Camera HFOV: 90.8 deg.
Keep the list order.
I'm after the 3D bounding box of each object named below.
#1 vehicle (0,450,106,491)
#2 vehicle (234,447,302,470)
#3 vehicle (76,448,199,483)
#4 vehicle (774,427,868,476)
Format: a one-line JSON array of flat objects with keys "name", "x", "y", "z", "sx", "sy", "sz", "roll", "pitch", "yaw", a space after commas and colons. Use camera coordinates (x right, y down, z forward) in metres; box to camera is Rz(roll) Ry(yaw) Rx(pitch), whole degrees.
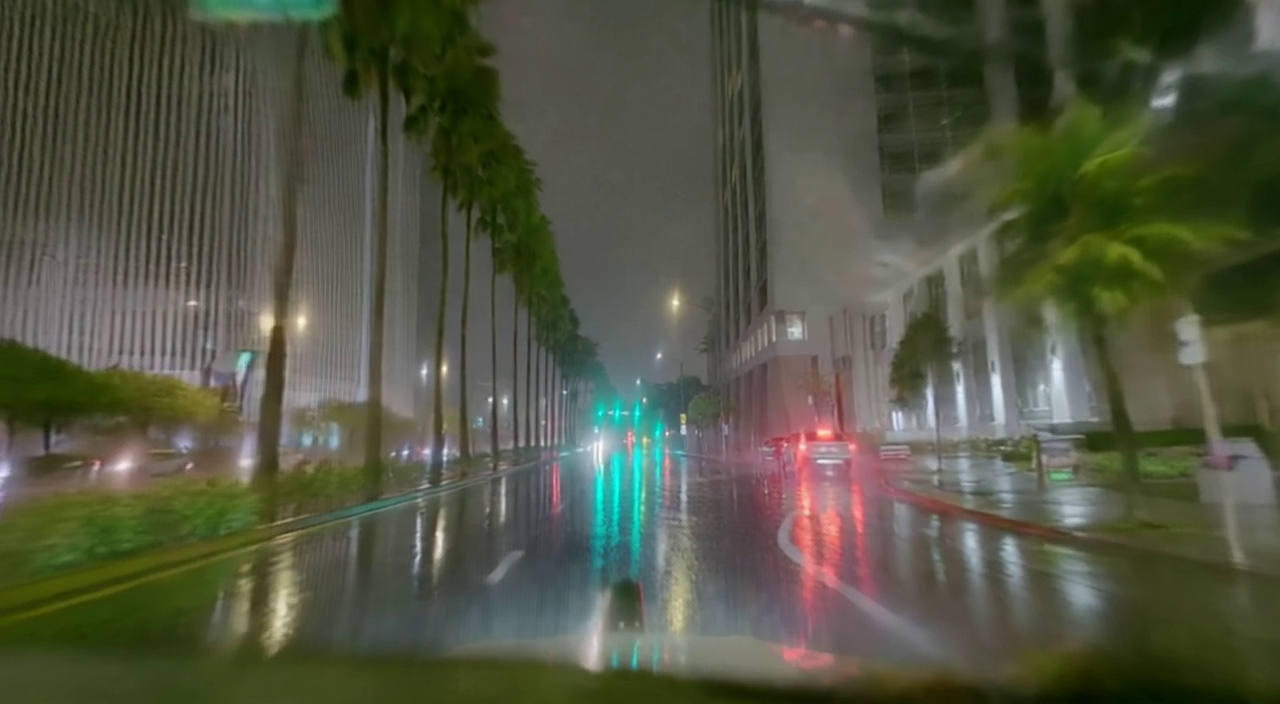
[{"name": "vehicle", "x": -24.315, "y": 4.694, "z": 25.307, "sx": 1.792, "sy": 1.461, "sz": 4.569, "roll": 0, "pitch": -8, "yaw": 0}, {"name": "vehicle", "x": -24.575, "y": 7.026, "z": 41.952, "sx": 1.801, "sy": 1.444, "sz": 4.640, "roll": 0, "pitch": -8, "yaw": -2}, {"name": "vehicle", "x": -24.417, "y": 5.498, "z": 30.978, "sx": 1.905, "sy": 1.496, "sz": 4.960, "roll": -1, "pitch": -8, "yaw": 1}, {"name": "vehicle", "x": 6.987, "y": 3.903, "z": 24.930, "sx": 2.225, "sy": 1.727, "sz": 4.418, "roll": 0, "pitch": -8, "yaw": -2}]
